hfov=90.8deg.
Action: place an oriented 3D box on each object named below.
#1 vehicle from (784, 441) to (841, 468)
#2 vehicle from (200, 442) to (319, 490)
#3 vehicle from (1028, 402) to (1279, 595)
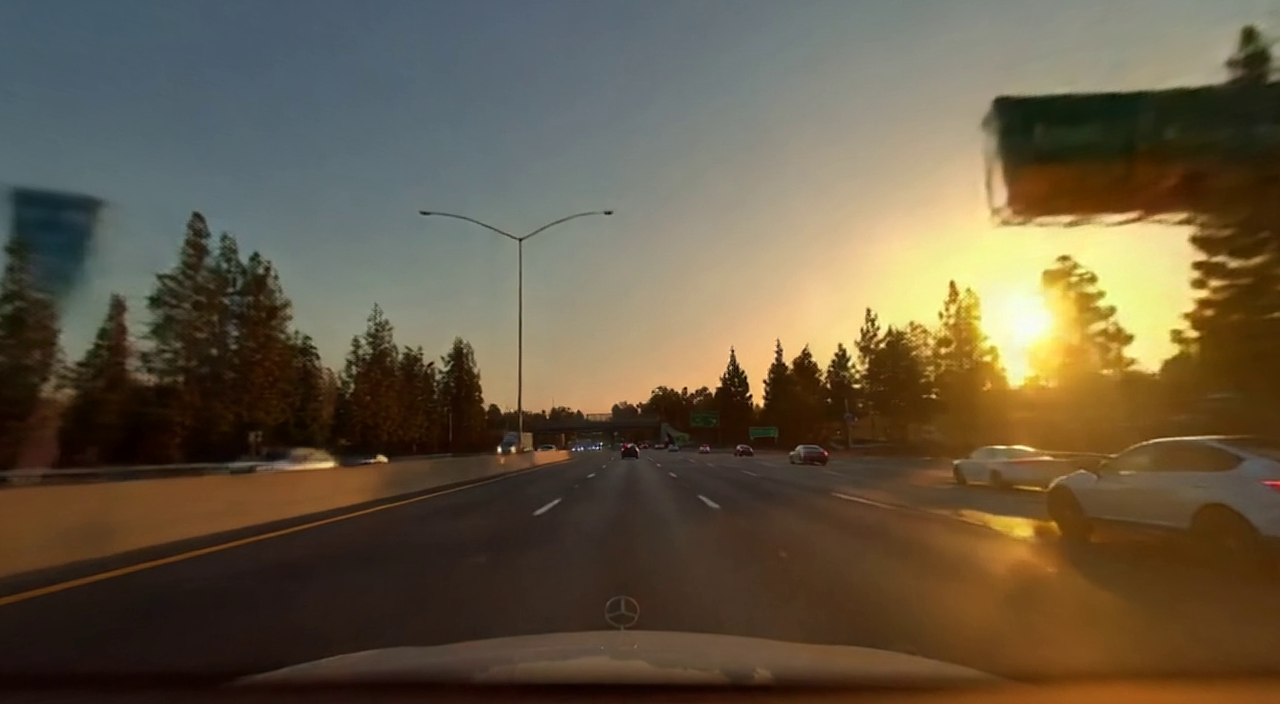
[{"bbox_3d":[10.477,6.292,38.833,1.962,1.536,4.945,0,-8,-2],"label":"vehicle"},{"bbox_3d":[-10.905,3.251,18.367,1.491,1.186,3.271,1,-8,-2],"label":"vehicle"},{"bbox_3d":[6.625,1.466,6.739,2.027,1.679,4.543,0,-8,-1],"label":"vehicle"}]
